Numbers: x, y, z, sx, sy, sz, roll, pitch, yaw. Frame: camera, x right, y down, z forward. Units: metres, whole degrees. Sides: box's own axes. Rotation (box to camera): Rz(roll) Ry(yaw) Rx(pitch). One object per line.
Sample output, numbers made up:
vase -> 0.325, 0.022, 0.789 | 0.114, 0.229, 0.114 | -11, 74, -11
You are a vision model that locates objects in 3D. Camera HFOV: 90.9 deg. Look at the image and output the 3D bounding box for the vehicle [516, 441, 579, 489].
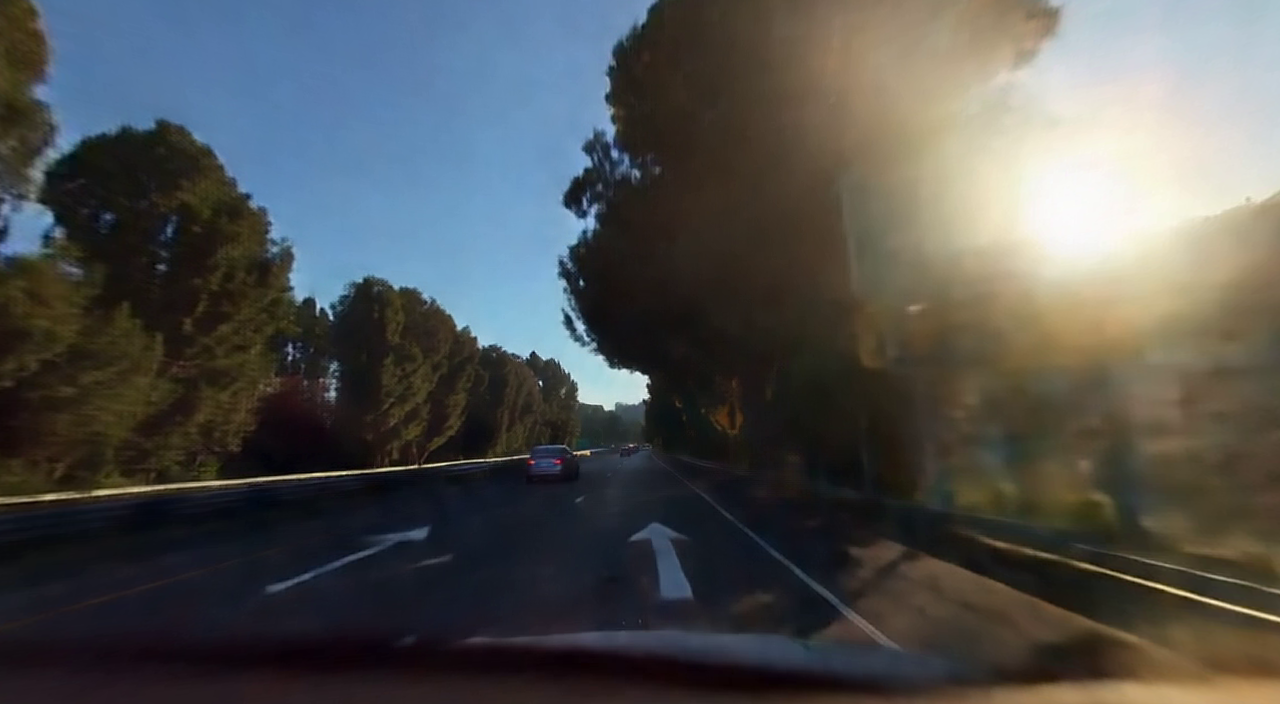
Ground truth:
vehicle -> -3.204, 3.977, 22.461 | 1.675, 1.537, 3.574 | -1, -9, 1
